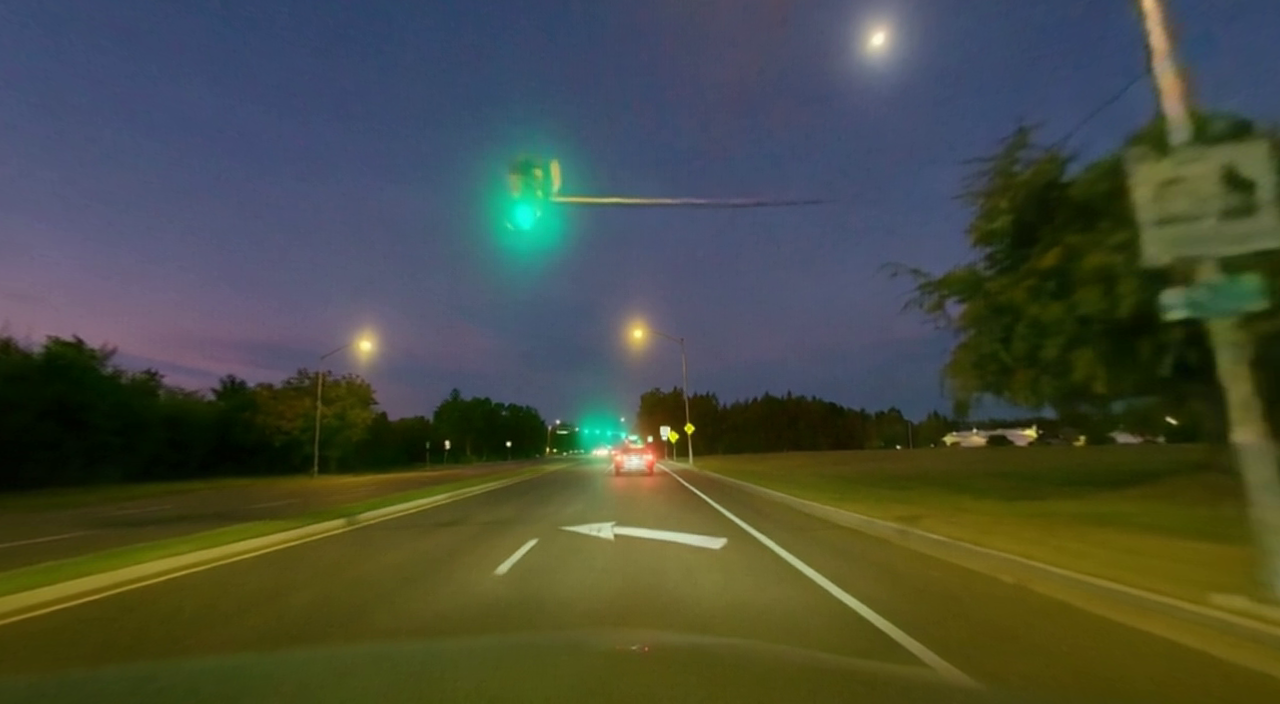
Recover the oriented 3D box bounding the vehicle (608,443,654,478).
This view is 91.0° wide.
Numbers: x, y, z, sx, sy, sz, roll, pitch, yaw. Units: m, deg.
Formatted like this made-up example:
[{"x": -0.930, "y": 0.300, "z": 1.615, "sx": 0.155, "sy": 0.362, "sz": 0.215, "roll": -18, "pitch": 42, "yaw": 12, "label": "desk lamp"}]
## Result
[{"x": -0.430, "y": 4.889, "z": 28.547, "sx": 1.954, "sy": 1.469, "sz": 3.465, "roll": 0, "pitch": -9, "yaw": -1, "label": "vehicle"}]
